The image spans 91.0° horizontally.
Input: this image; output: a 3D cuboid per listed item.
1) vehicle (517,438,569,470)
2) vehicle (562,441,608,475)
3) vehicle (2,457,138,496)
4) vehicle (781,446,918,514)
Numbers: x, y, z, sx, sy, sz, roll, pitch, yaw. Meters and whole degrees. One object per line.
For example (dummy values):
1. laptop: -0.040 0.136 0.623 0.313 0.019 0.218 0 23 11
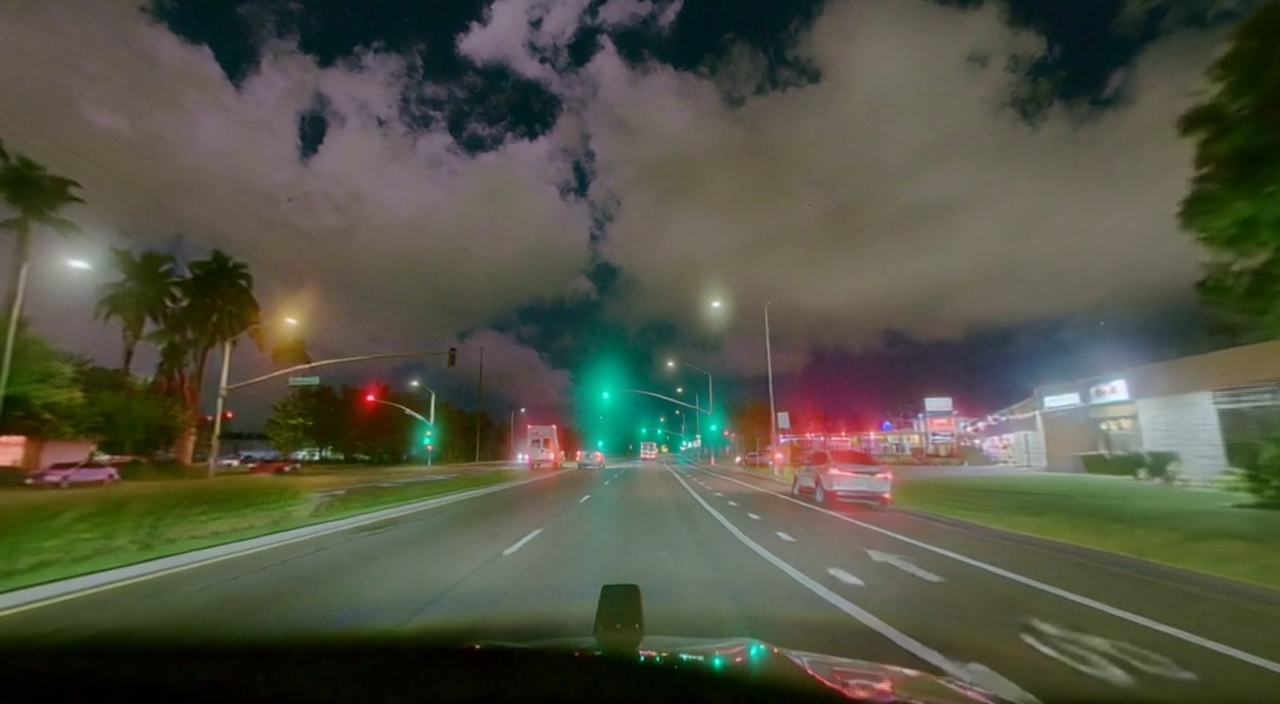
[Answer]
1. vehicle: -6.532 7.004 43.371 2.457 2.010 6.330 0 -9 1
2. vehicle: -3.101 6.147 36.585 2.116 1.806 4.516 0 -9 2
3. vehicle: -25.388 5.549 28.331 1.838 1.516 4.484 0 -9 1
4. vehicle: 5.184 3.200 16.255 1.994 1.507 4.173 1 -9 -1
